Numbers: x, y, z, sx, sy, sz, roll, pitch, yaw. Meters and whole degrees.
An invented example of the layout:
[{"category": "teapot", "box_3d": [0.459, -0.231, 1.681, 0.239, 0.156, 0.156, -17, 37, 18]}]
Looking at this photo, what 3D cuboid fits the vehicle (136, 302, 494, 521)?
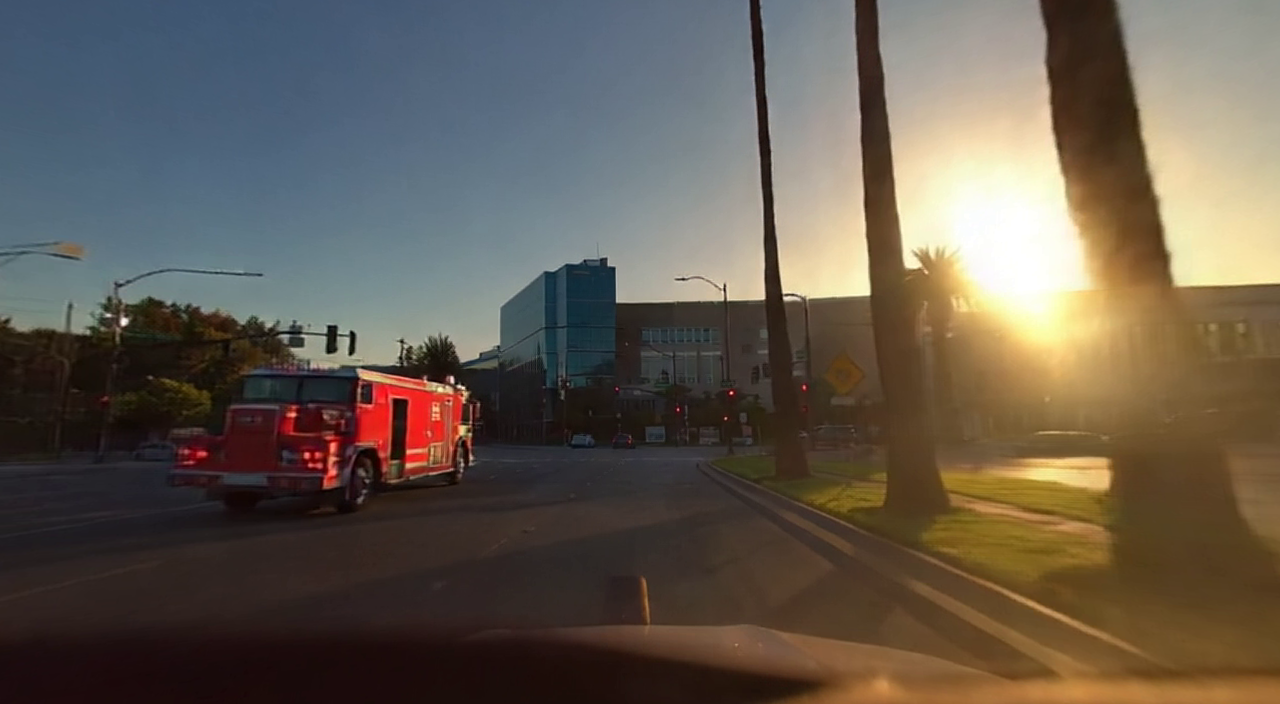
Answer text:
[{"category": "vehicle", "box_3d": [-6.845, 1.826, 16.558, 3.008, 3.730, 11.786, 0, -8, 1]}]
